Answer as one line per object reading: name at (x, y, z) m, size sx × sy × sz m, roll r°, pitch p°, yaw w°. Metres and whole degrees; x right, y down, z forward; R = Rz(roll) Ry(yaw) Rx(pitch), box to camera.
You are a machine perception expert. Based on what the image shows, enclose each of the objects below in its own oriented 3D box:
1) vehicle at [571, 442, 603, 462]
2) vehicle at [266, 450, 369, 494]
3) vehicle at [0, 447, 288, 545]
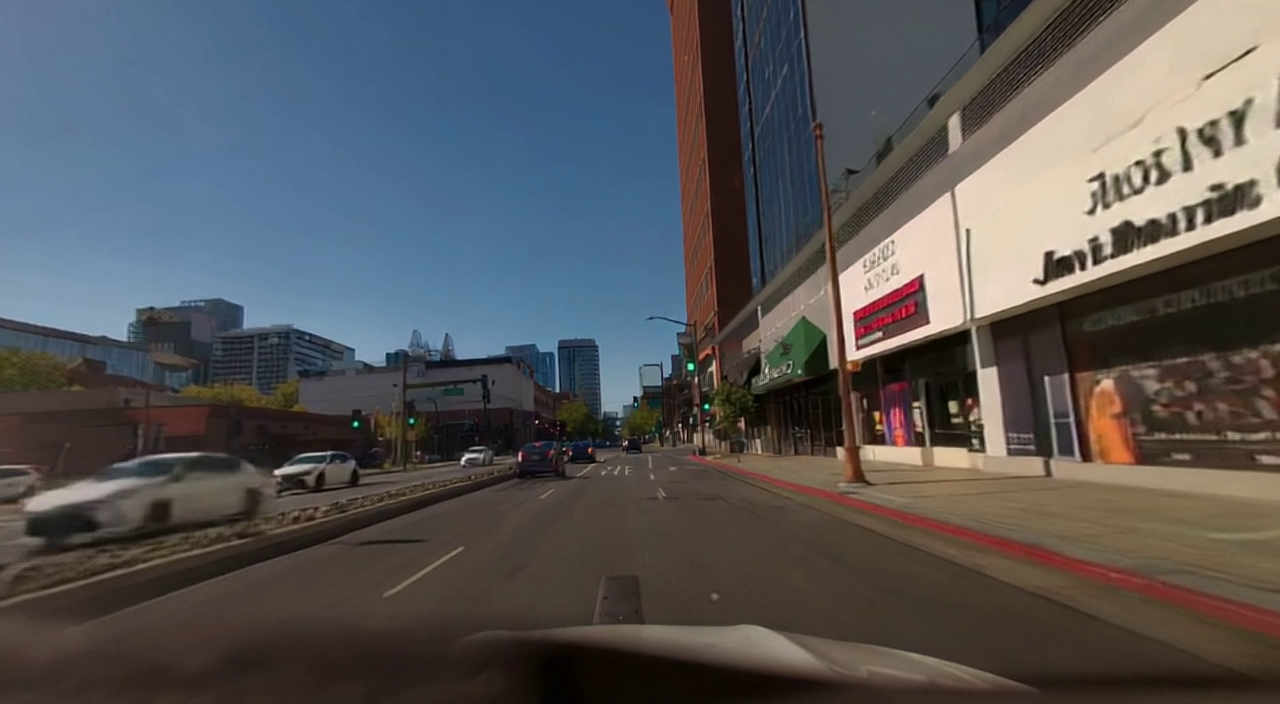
vehicle at (-3.900, 7.460, 47.266) m, size 1.962 × 1.420 × 4.021 m, roll 0°, pitch -8°, yaw 1°
vehicle at (-12.599, 4.675, 25.029) m, size 1.876 × 1.530 × 4.198 m, roll 0°, pitch -8°, yaw 0°
vehicle at (-9.653, 2.752, 12.910) m, size 1.994 × 1.550 × 5.009 m, roll 0°, pitch -8°, yaw 0°
